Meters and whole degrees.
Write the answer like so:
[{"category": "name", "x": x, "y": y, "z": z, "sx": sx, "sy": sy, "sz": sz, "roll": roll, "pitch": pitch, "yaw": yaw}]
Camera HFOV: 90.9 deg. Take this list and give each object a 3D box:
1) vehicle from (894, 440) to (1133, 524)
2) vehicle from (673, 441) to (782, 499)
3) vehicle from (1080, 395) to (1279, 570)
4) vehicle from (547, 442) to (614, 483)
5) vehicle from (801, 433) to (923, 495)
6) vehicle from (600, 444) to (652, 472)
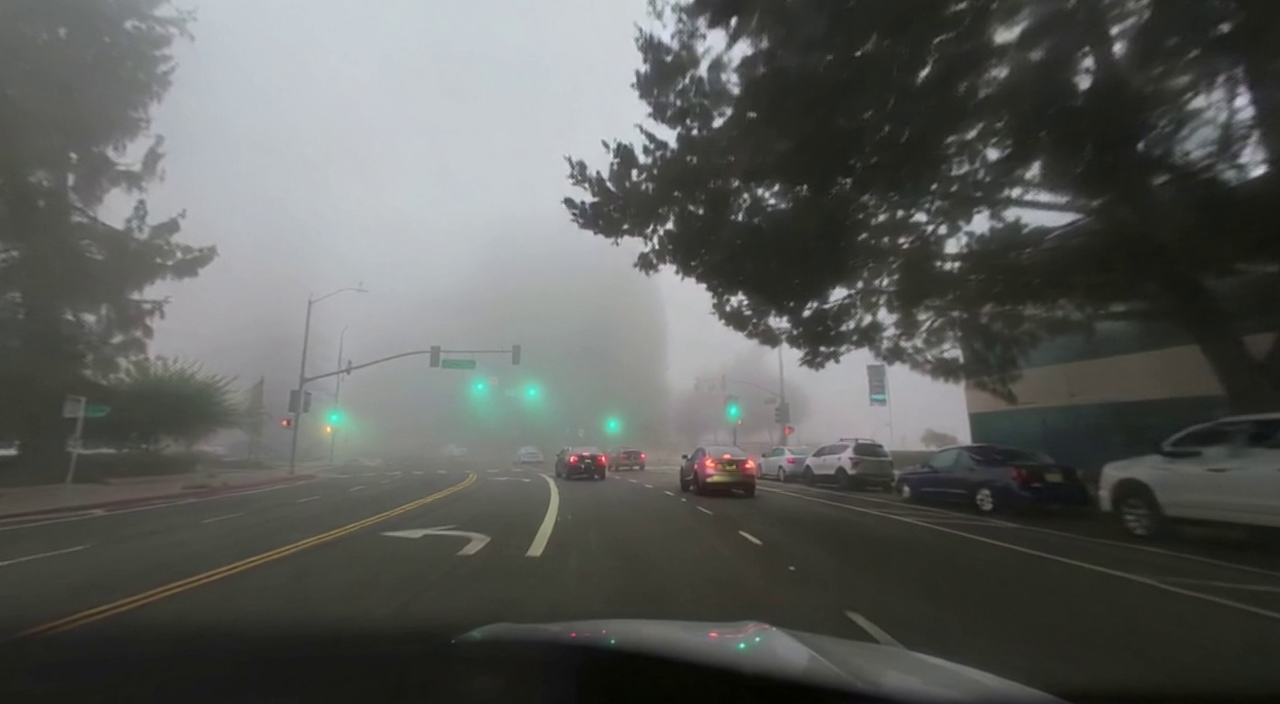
[{"category": "vehicle", "x": 7.470, "y": 2.609, "z": 13.311, "sx": 1.903, "sy": 1.432, "sz": 4.514, "roll": 1, "pitch": -9, "yaw": -7}, {"category": "vehicle", "x": 2.369, "y": 3.358, "z": 18.386, "sx": 1.984, "sy": 1.476, "sz": 4.488, "roll": 1, "pitch": -9, "yaw": -8}, {"category": "vehicle", "x": 7.845, "y": 1.440, "z": 7.054, "sx": 2.197, "sy": 1.832, "sz": 4.762, "roll": 0, "pitch": -9, "yaw": -3}, {"category": "vehicle", "x": -2.607, "y": 4.594, "z": 26.573, "sx": 2.308, "sy": 1.535, "sz": 4.811, "roll": 2, "pitch": -9, "yaw": -11}, {"category": "vehicle", "x": 6.595, "y": 3.366, "z": 19.272, "sx": 1.825, "sy": 1.646, "sz": 4.070, "roll": 1, "pitch": -9, "yaw": -7}, {"category": "vehicle", "x": -0.896, "y": 6.029, "z": 36.097, "sx": 1.957, "sy": 1.463, "sz": 4.701, "roll": 2, "pitch": -9, "yaw": -14}]
